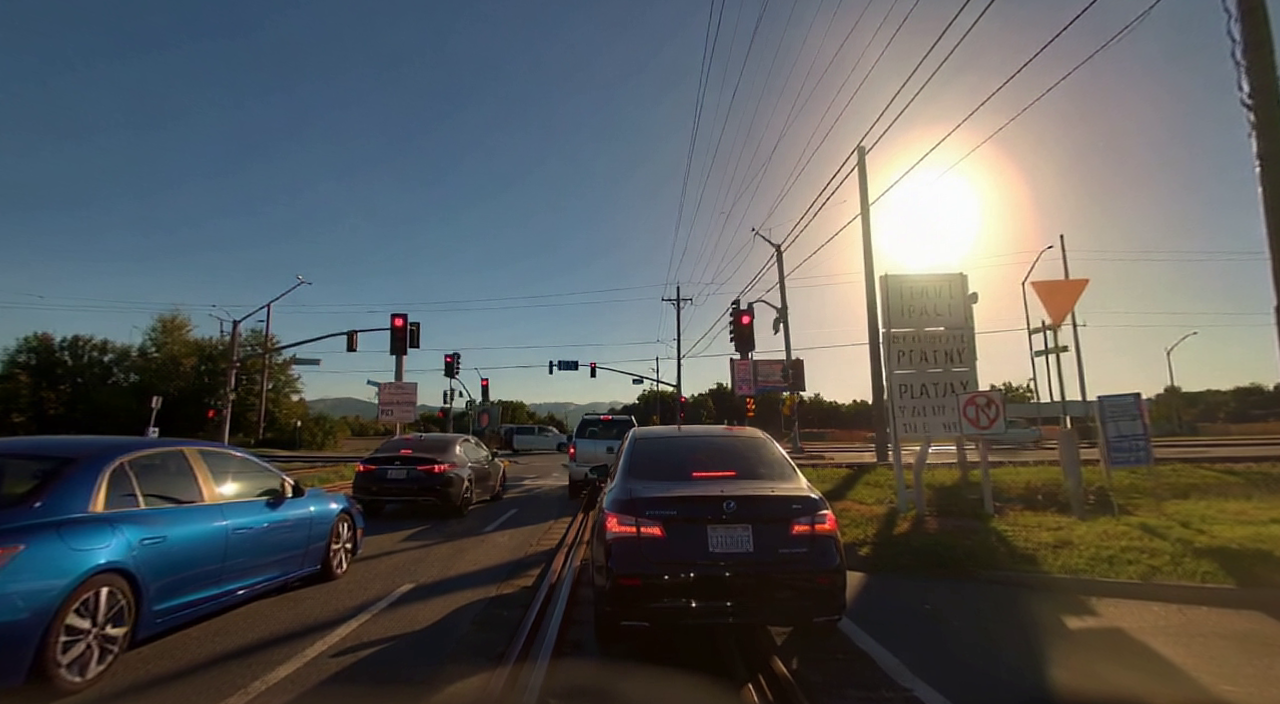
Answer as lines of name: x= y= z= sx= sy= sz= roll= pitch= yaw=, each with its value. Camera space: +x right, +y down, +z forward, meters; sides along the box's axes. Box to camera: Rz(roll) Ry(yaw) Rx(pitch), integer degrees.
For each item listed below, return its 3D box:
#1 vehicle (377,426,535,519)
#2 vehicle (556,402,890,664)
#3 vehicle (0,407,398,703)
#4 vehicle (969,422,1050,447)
vehicle: x=-3.371 y=2.288 z=12.484 sx=1.984 sy=1.505 sz=4.047 roll=0 pitch=-8 yaw=-2
vehicle: x=0.397 y=1.363 z=5.811 sx=1.998 sy=1.529 sz=3.960 roll=0 pitch=-8 yaw=-3
vehicle: x=-3.710 y=1.294 z=4.828 sx=1.956 sy=1.468 sz=4.585 roll=0 pitch=-8 yaw=-1
vehicle: x=27.165 y=6.135 z=46.593 sx=4.544 sy=1.762 sz=2.272 roll=0 pitch=-9 yaw=-1
